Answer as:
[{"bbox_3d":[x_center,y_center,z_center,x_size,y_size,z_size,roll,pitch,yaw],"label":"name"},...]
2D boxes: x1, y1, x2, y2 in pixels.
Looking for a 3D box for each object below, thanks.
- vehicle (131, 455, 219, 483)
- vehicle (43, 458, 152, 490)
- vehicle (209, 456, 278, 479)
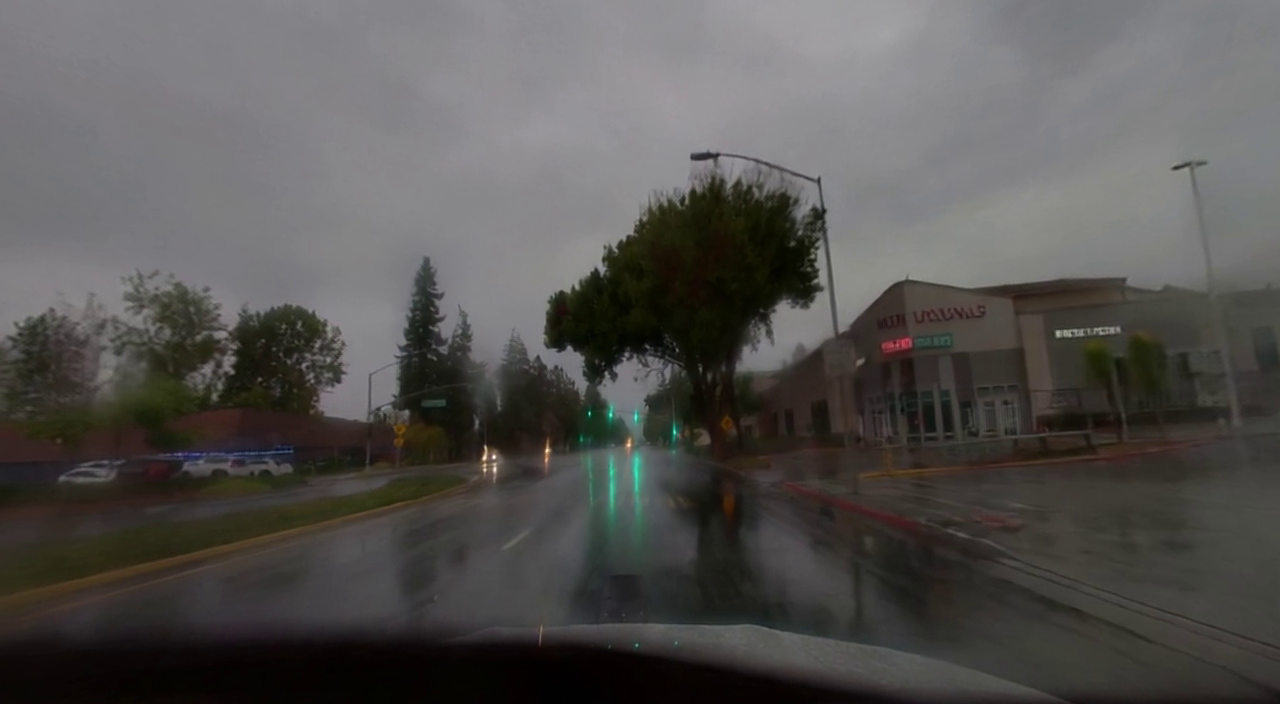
[{"bbox_3d":[-28.064,7.046,37.977,3.664,1.564,2.023,0,-9,1],"label":"vehicle"},{"bbox_3d":[-27.566,6.205,31.988,3.797,1.527,1.830,0,-9,0],"label":"vehicle"},{"bbox_3d":[-27.384,7.944,43.370,3.592,1.501,1.697,0,-9,2],"label":"vehicle"}]
